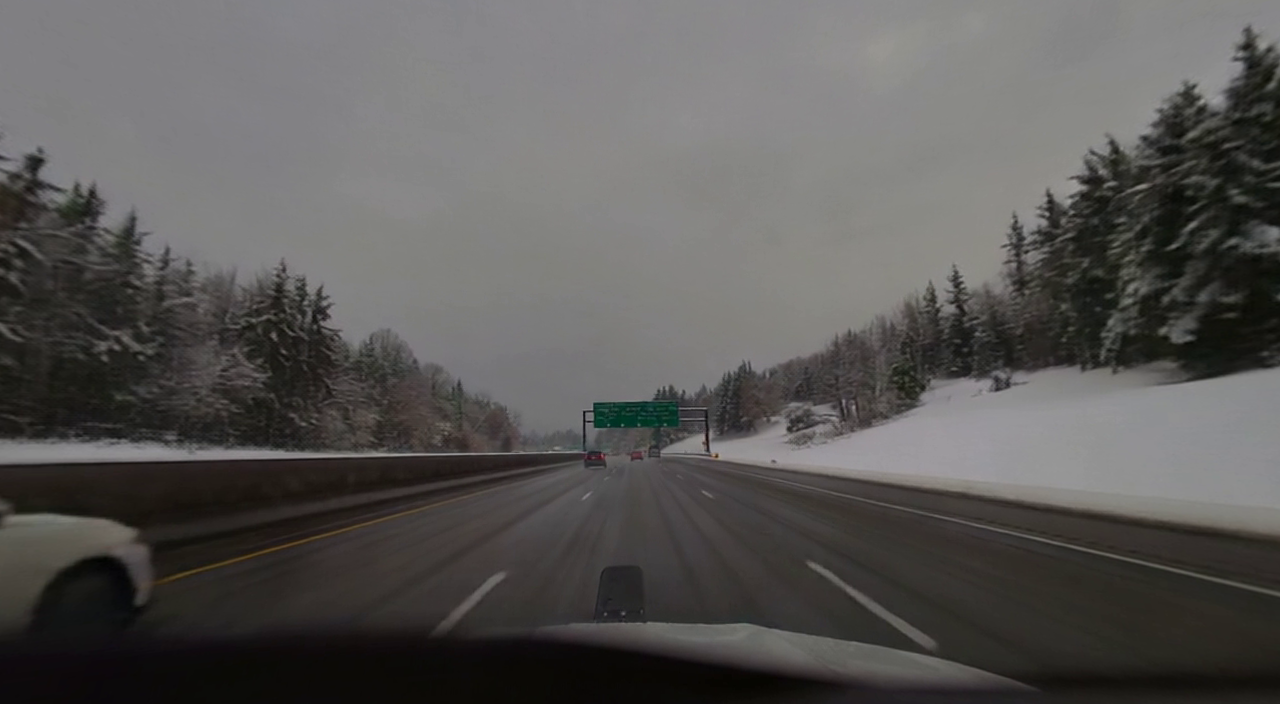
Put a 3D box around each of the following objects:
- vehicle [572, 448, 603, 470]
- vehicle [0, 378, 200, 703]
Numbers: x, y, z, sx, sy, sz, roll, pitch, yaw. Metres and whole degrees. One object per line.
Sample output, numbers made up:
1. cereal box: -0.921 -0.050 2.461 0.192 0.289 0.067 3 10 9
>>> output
1. vehicle: -3.742 7.719 45.658 1.918 1.510 4.006 0 -9 0
2. vehicle: -3.570 0.716 1.306 2.028 1.584 4.481 0 -9 0
